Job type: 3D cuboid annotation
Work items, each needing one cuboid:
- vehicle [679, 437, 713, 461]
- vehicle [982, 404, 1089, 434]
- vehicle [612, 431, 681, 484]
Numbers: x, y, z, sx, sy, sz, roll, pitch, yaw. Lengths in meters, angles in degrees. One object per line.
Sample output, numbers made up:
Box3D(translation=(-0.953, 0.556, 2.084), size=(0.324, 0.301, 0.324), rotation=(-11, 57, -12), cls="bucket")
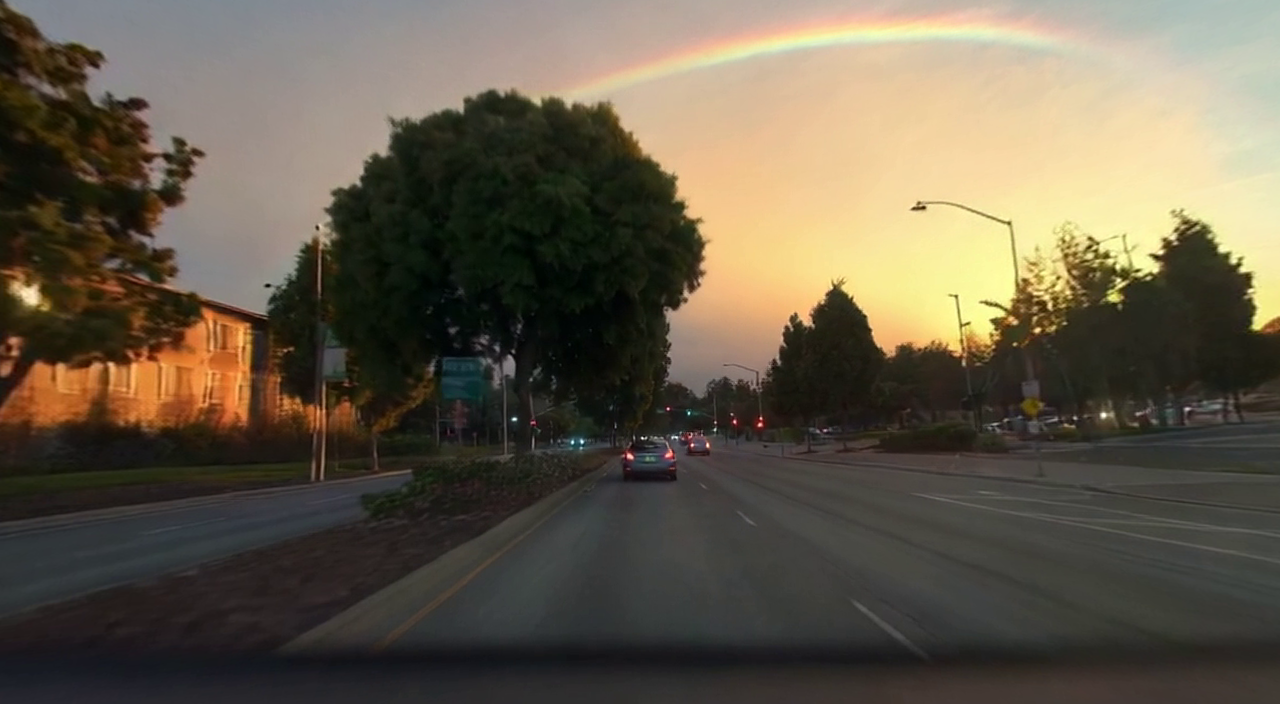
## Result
Box3D(translation=(3.993, 7.000, 45.601), size=(1.987, 1.613, 4.081), rotation=(0, -9, -2), cls="vehicle")
Box3D(translation=(22.567, 3.861, 36.155), size=(4.738, 1.593, 2.123), rotation=(0, -8, -6), cls="vehicle")
Box3D(translation=(0.174, 3.623, 21.948), size=(2.181, 1.639, 4.127), rotation=(0, -9, -1), cls="vehicle")
